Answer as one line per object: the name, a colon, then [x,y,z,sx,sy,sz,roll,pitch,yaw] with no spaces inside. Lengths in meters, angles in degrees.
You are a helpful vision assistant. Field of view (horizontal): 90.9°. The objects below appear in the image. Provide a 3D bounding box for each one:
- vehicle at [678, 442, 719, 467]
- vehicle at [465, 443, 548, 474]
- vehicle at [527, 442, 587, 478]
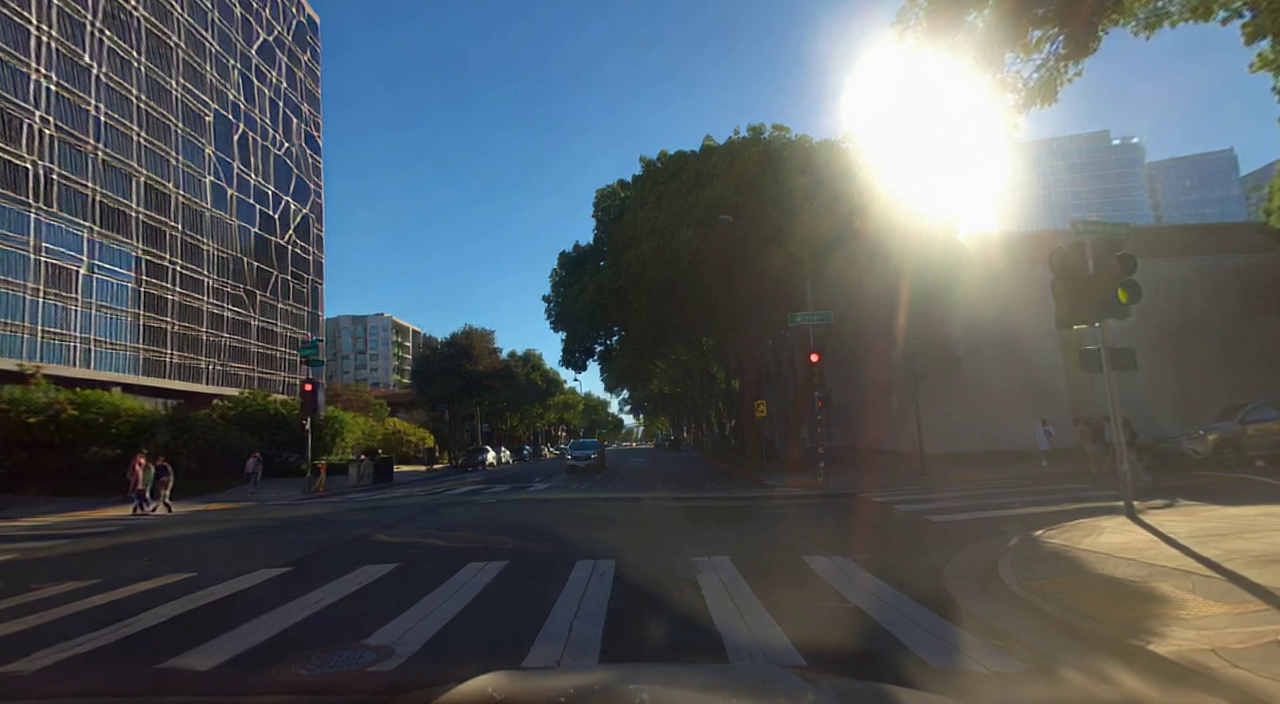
vehicle: [3.549,6.280,38.871,1.853,1.426,4.160,1,-8,-3]
vehicle: [-8.011,6.363,38.025,4.526,1.726,1.963,8,-12,-44]
vehicle: [-3.658,4.836,28.604,1.989,1.481,4.500,0,-8,1]
